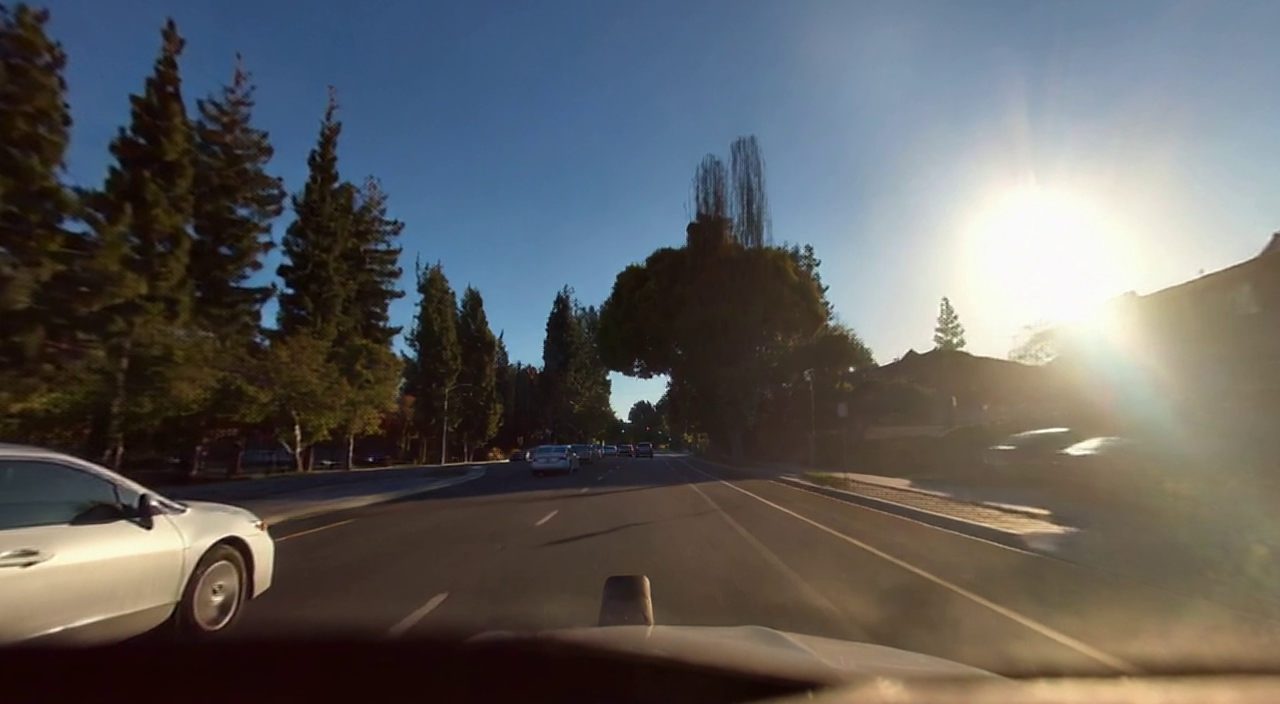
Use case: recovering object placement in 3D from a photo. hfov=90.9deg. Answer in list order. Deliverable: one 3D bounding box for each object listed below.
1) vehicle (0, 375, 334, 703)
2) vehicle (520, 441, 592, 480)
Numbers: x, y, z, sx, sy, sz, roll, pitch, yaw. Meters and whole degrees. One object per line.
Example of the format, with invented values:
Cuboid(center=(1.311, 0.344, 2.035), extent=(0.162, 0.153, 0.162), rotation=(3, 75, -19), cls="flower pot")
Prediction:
Cuboid(center=(-4.030, 0.948, 3.349), extent=(2.190, 1.545, 4.943), rotation=(0, -9, 2), cls="vehicle")
Cuboid(center=(-3.412, 4.510, 26.474), extent=(2.188, 1.473, 4.651), rotation=(0, -9, 2), cls="vehicle")
